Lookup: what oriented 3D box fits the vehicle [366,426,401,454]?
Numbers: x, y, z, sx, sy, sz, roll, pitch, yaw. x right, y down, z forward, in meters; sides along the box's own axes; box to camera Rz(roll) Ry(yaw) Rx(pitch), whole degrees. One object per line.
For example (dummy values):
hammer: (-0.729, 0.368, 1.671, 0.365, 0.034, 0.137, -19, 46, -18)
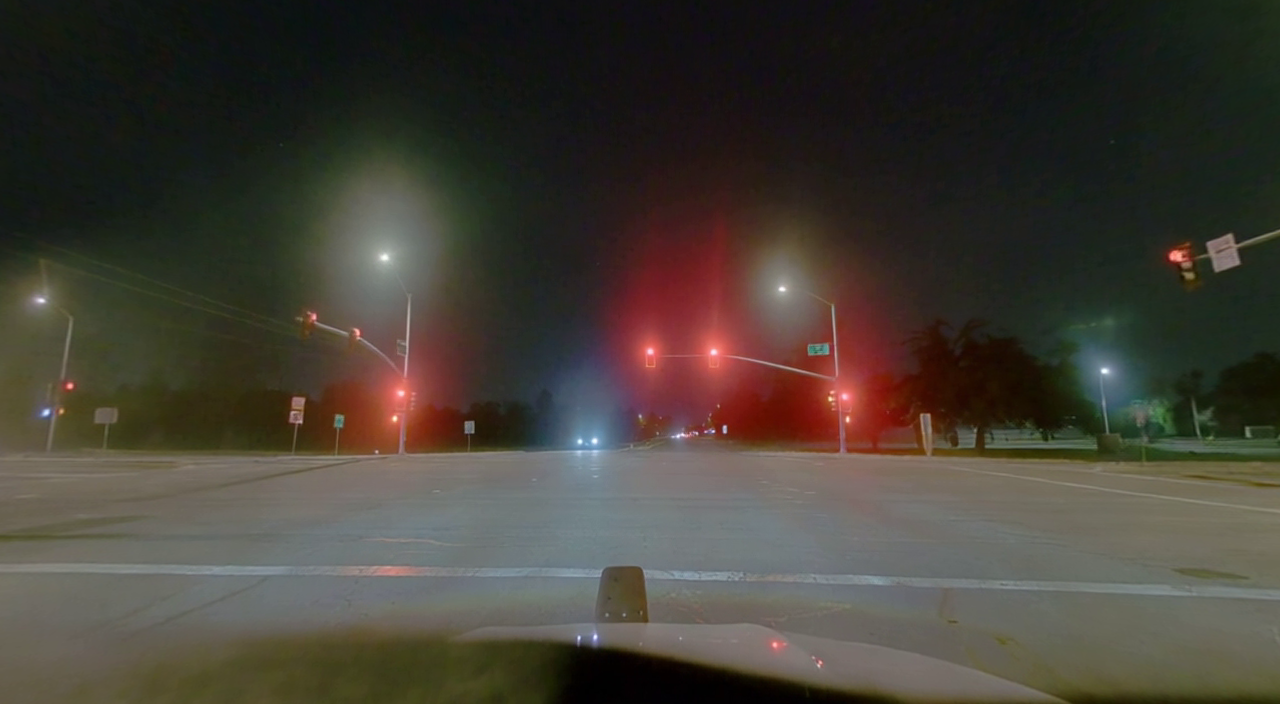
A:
vehicle: (-20.004, 6.851, 48.878, 1.873, 2.079, 2.879, 5, -10, -33)
